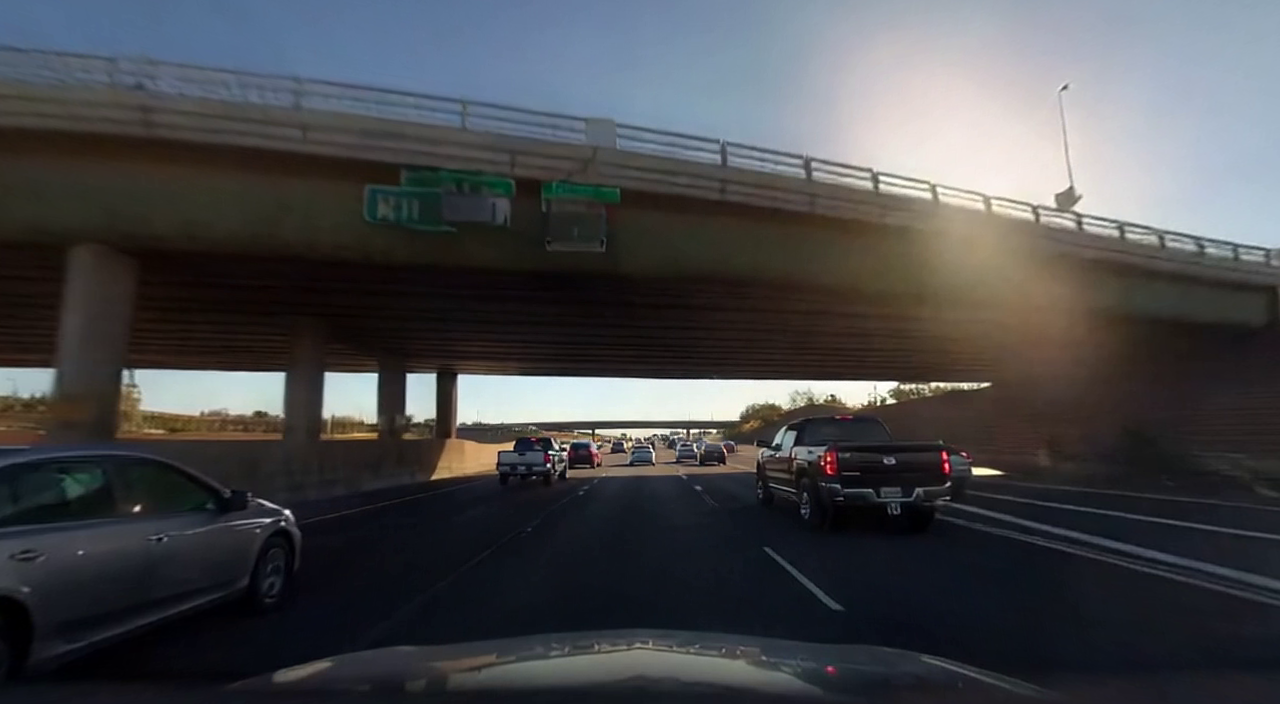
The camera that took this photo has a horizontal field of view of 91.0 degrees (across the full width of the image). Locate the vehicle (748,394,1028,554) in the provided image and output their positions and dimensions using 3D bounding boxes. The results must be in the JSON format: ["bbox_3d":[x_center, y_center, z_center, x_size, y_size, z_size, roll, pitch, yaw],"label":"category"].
[{"bbox_3d":[3.490,1.898,10.477,2.340,1.925,5.529,0,-9,-1],"label":"vehicle"}]

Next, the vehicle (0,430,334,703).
[{"bbox_3d":[-3.865,1.187,3.646,1.947,1.424,4.264,0,-9,1],"label":"vehicle"}]

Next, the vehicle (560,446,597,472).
[{"bbox_3d":[-3.688,6.505,38.601,1.907,1.484,3.954,0,-9,-1],"label":"vehicle"}]

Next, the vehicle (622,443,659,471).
[{"bbox_3d":[0.014,6.326,38.243,2.147,1.572,4.094,0,-9,0],"label":"vehicle"}]

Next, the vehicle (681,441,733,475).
[{"bbox_3d":[3.396,5.501,32.812,2.145,1.636,4.437,1,-9,-2],"label":"vehicle"}]

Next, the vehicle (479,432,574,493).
[{"bbox_3d":[-3.664,3.688,21.353,2.176,1.783,4.799,0,-9,2],"label":"vehicle"}]
